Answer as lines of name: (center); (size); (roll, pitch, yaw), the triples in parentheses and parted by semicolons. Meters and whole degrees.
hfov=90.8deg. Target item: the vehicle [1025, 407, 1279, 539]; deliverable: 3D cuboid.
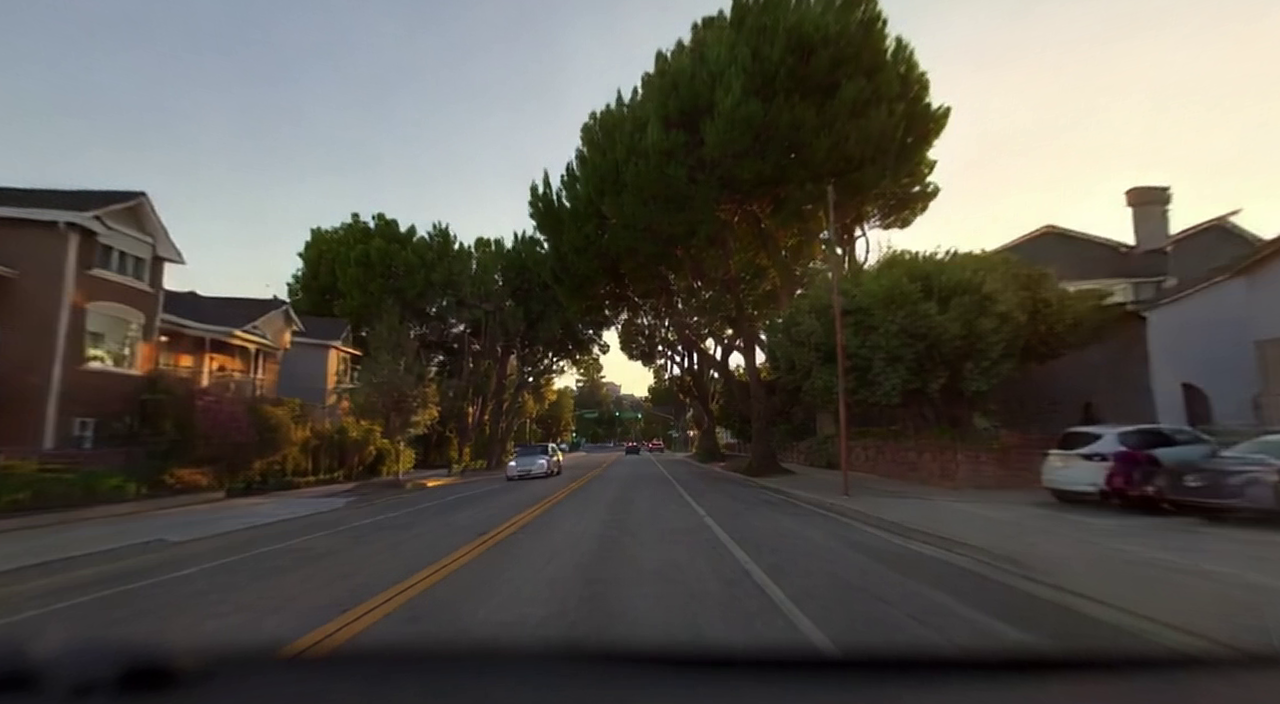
vehicle: (9.276, 2.009, 11.010); (2.121, 1.785, 4.693); (0, -9, 0)
